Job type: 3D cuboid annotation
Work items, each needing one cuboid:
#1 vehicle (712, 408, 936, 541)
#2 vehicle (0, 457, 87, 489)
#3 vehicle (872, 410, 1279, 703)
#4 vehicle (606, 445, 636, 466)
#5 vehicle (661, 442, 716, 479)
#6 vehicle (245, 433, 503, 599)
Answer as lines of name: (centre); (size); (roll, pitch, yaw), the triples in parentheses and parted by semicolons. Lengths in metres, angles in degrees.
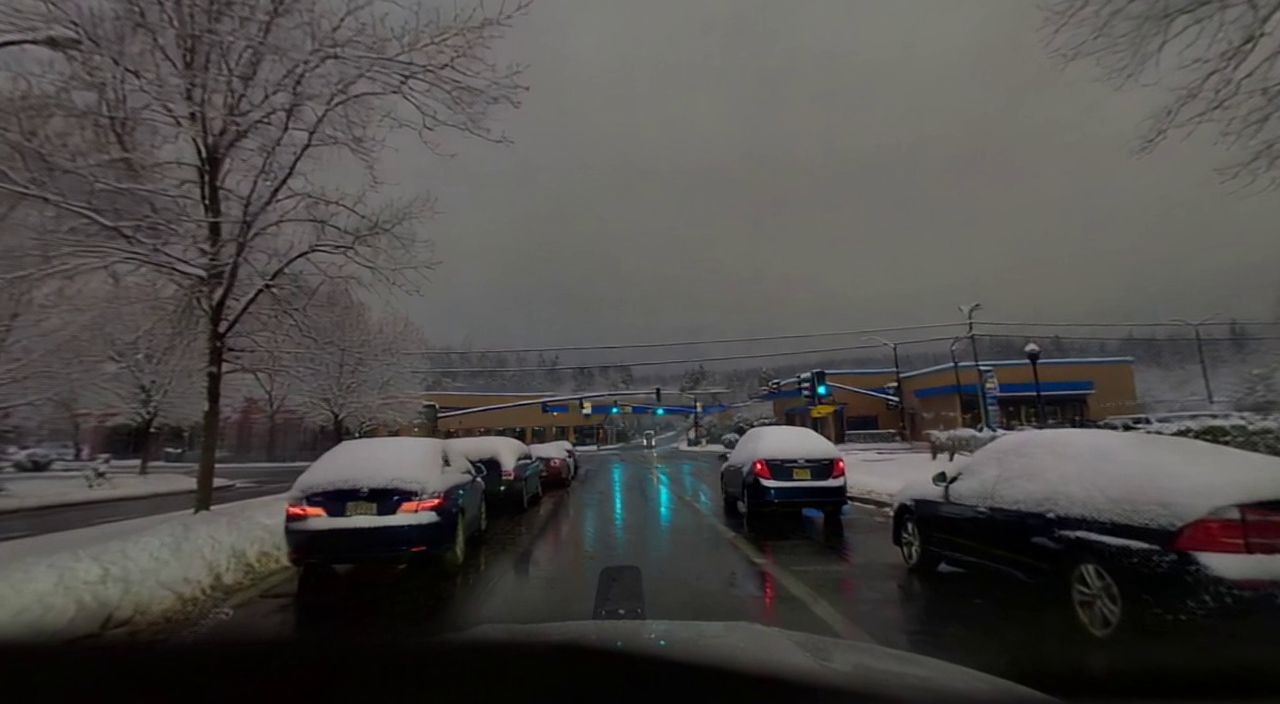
vehicle: (3.016, 2.198, 12.091); (2.324, 1.907, 5.634); (0, -8, -3)
vehicle: (-32.305, 6.479, 34.095); (4.127, 1.583, 1.978); (-4, -9, 24)
vehicle: (3.704, 1.315, 4.847); (1.904, 1.494, 4.864); (0, -8, -1)
vehicle: (-1.428, 7.558, 46.234); (2.095, 1.473, 4.301); (0, -8, -2)
vehicle: (2.112, 4.852, 28.580); (1.910, 1.493, 4.490); (0, -8, -3)
vehicle: (-2.928, 1.833, 8.092); (1.968, 1.497, 4.286); (1, -8, -8)
